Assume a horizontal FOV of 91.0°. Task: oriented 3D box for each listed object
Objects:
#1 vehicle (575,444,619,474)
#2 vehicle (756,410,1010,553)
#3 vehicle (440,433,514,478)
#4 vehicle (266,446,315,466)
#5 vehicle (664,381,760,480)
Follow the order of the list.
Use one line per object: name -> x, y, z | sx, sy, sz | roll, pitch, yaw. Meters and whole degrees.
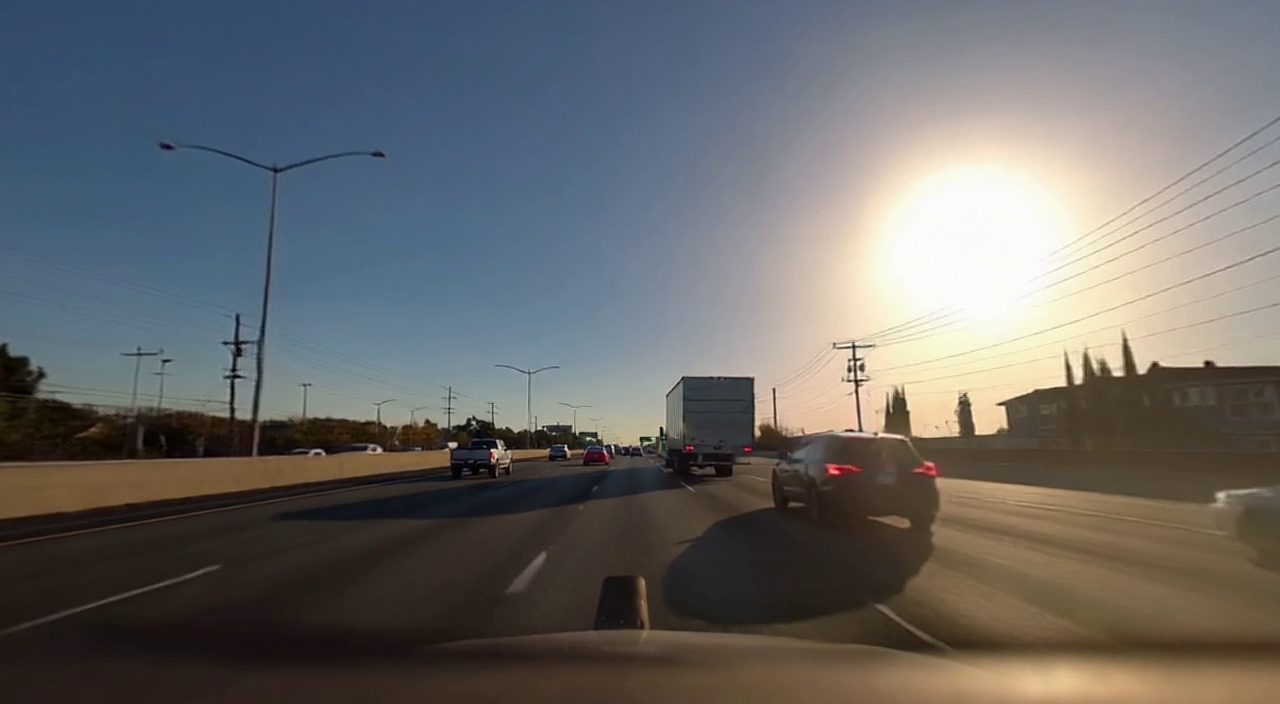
vehicle -> -2.264, 5.784, 34.197 | 2.060, 1.508, 4.308 | 0, -8, 0
vehicle -> 3.519, 1.997, 10.403 | 2.182, 1.782, 4.800 | 0, -9, -1
vehicle -> -7.217, 4.638, 28.491 | 2.147, 1.825, 4.602 | 0, -9, -1
vehicle -> -26.573, 7.915, 47.995 | 1.613, 1.449, 3.631 | 1, -9, 0
vehicle -> 3.106, 4.006, 31.143 | 3.045, 3.923, 11.834 | 0, -9, -1
